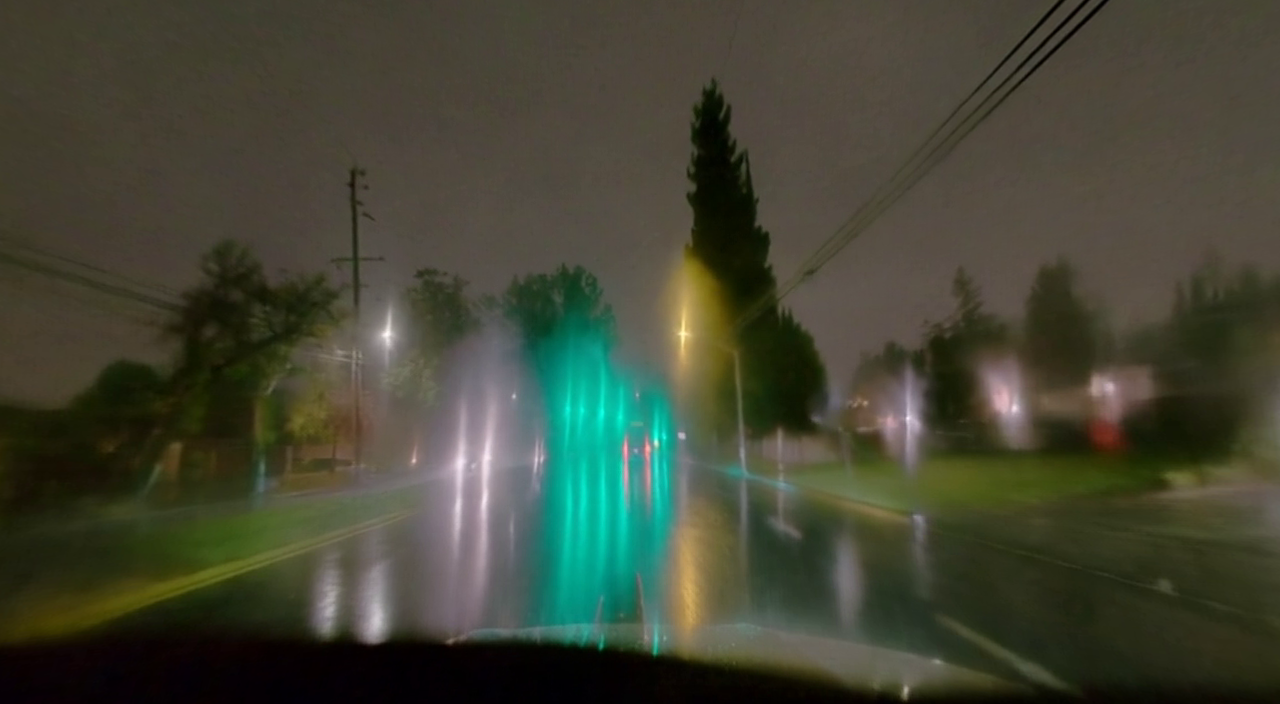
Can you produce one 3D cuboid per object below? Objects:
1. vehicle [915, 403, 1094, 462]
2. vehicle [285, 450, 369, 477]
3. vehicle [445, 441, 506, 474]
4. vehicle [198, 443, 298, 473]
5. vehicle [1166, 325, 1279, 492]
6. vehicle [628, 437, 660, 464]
[{"bbox_3d":[16.291,3.646,28.543,6.339,2.103,2.660,-4,-8,-1],"label":"vehicle"},{"bbox_3d":[-21.505,7.680,43.515,4.797,1.518,1.957,-3,-8,-1],"label":"vehicle"},{"bbox_3d":[-10.769,6.937,41.881,2.337,1.963,5.862,0,-8,1],"label":"vehicle"},{"bbox_3d":[-27.152,7.359,43.900,5.412,1.959,2.230,0,-8,0],"label":"vehicle"},{"bbox_3d":[12.245,0.935,10.112,5.577,2.450,2.199,0,-8,-1],"label":"vehicle"},{"bbox_3d":[0.224,6.980,44.947,2.215,1.799,4.426,0,-8,-1],"label":"vehicle"}]
